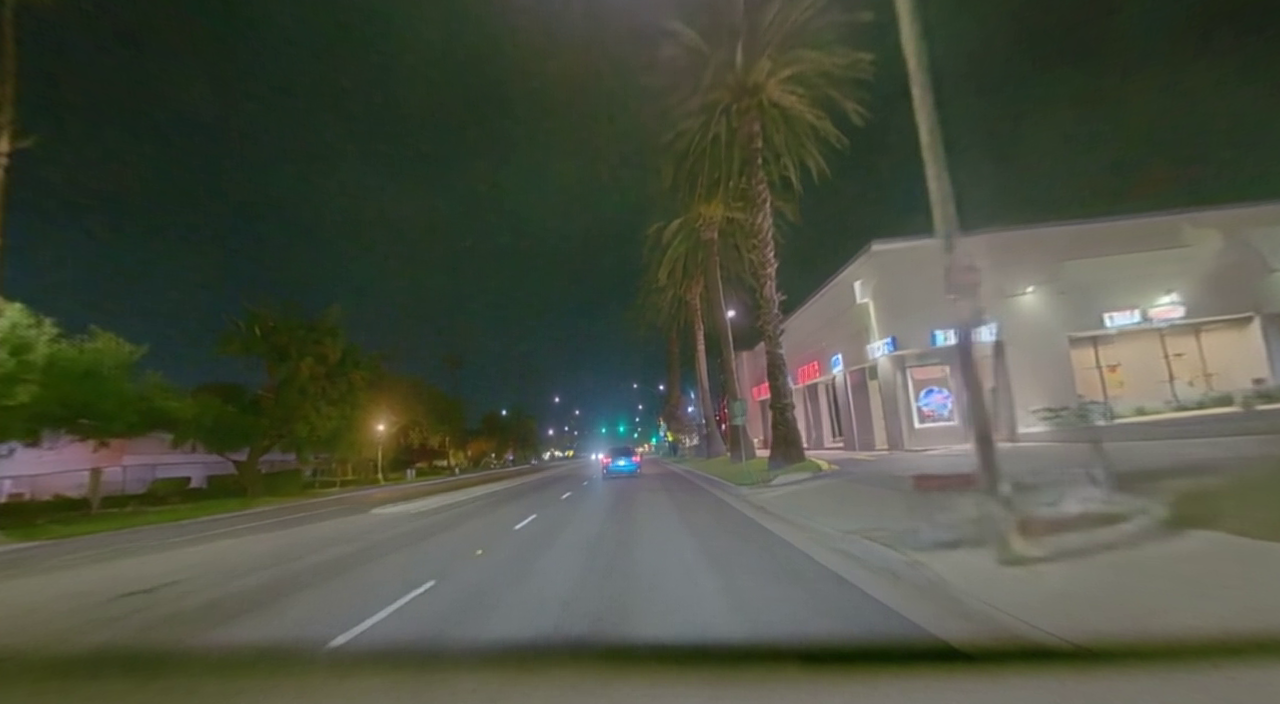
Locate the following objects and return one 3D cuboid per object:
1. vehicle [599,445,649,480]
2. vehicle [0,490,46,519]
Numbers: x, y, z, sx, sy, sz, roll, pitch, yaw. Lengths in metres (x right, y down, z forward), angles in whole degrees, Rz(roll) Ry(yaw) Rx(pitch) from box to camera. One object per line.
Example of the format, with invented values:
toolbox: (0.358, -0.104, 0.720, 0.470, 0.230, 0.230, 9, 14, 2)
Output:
vehicle: (-0.691, 5.107, 29.503, 2.156, 1.462, 4.495, 0, -8, 0)
vehicle: (-43.491, 10.631, 44.158, 2.106, 1.639, 4.127, 6, -10, -34)
